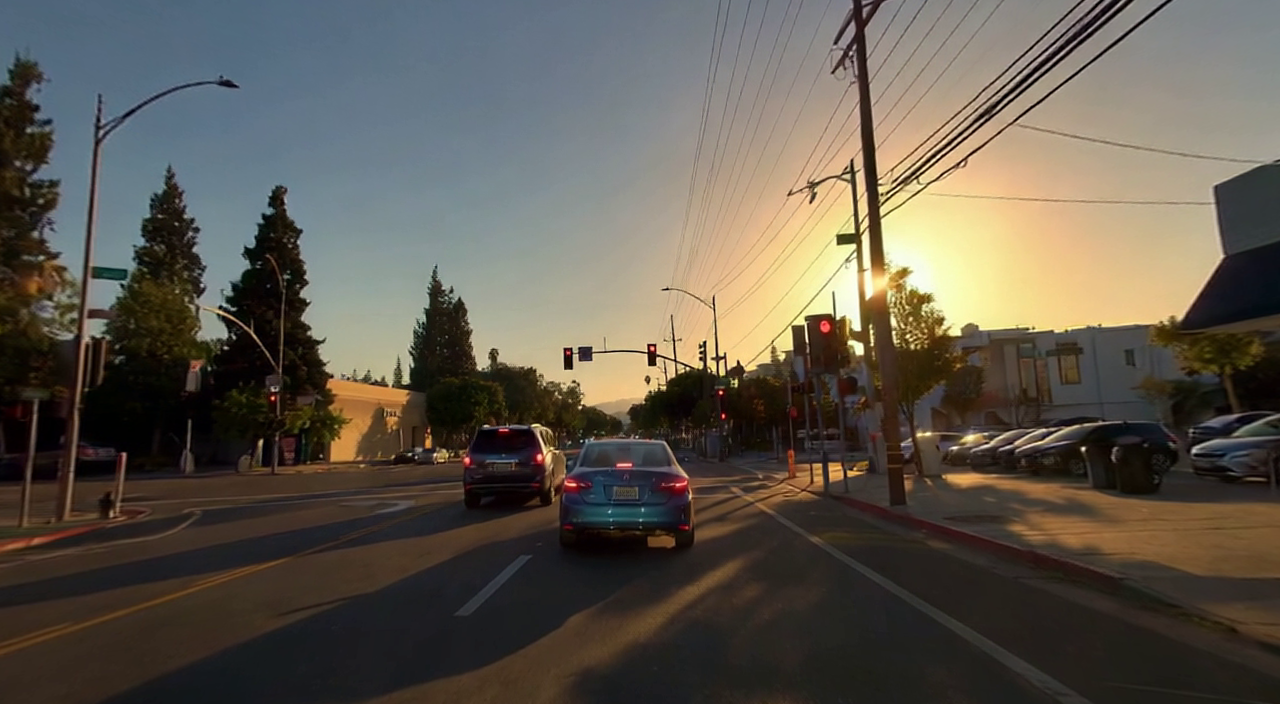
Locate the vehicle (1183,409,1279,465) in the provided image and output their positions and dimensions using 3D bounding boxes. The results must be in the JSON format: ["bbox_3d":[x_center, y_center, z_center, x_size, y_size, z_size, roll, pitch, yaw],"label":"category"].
[{"bbox_3d":[18.717,2.571,19.022,4.446,1.511,1.977,4,-10,-29],"label":"vehicle"}]

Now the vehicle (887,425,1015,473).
[{"bbox_3d":[10.642,3.362,22.039,1.842,1.471,4.481,1,-8,-6],"label":"vehicle"}]

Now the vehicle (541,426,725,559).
[{"bbox_3d":[-0.146,1.900,9.295,2.070,1.481,4.216,0,-8,-2],"label":"vehicle"}]

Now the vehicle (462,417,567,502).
[{"bbox_3d":[-3.060,2.721,16.354,2.106,1.852,4.512,0,-8,-4],"label":"vehicle"}]

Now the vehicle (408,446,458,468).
[{"bbox_3d":[-15.563,7.835,47.213,2.111,1.511,4.641,6,-10,-37],"label":"vehicle"}]

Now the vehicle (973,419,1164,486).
[{"bbox_3d":[10.548,2.518,16.022,1.888,1.455,4.268,0,-8,1],"label":"vehicle"}]
